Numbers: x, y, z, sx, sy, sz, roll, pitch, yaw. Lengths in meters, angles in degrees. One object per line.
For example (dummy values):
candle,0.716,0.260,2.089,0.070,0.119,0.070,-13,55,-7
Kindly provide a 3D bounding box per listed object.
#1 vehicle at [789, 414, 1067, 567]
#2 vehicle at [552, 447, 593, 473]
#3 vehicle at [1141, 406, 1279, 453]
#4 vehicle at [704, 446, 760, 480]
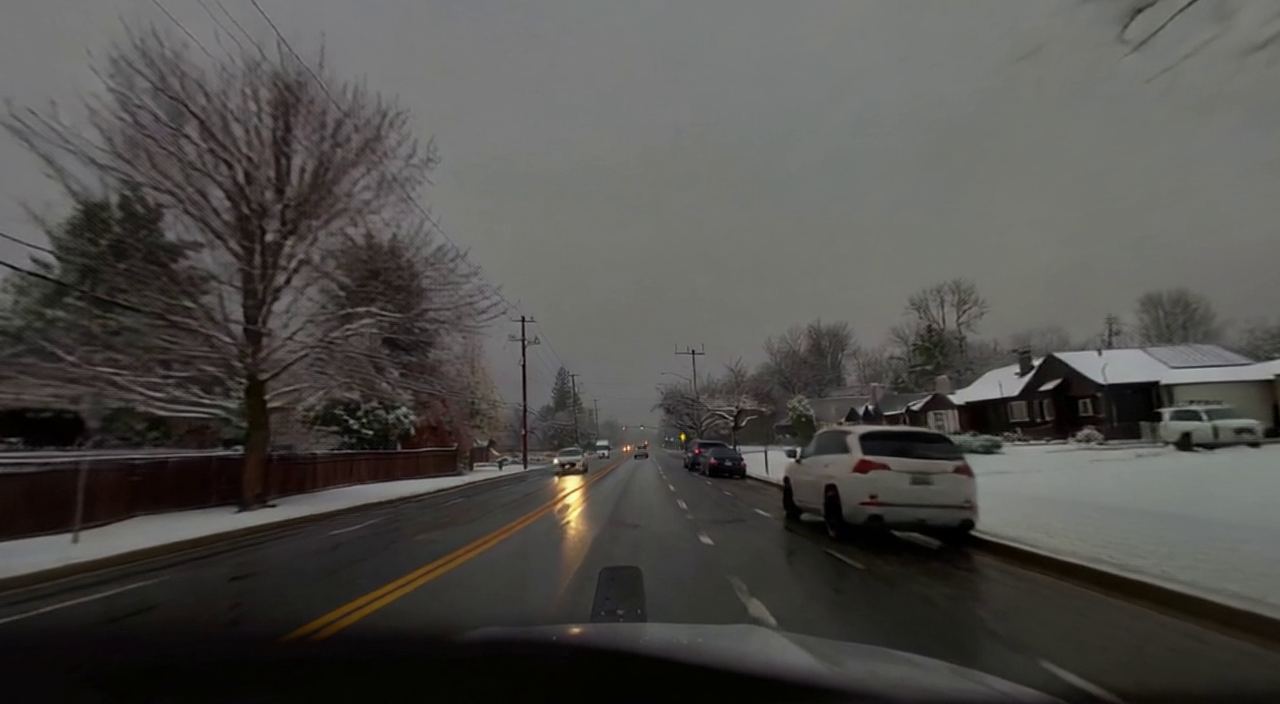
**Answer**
vehicle,3.863,1.951,9.745,2.087,1.725,4.986,0,-9,2
vehicle,-4.113,6.640,39.157,1.960,1.521,4.397,0,-9,1
vehicle,22.038,2.935,23.759,4.799,1.678,2.002,1,-9,-5
vehicle,4.086,5.005,28.819,1.874,1.415,4.683,0,-9,0
